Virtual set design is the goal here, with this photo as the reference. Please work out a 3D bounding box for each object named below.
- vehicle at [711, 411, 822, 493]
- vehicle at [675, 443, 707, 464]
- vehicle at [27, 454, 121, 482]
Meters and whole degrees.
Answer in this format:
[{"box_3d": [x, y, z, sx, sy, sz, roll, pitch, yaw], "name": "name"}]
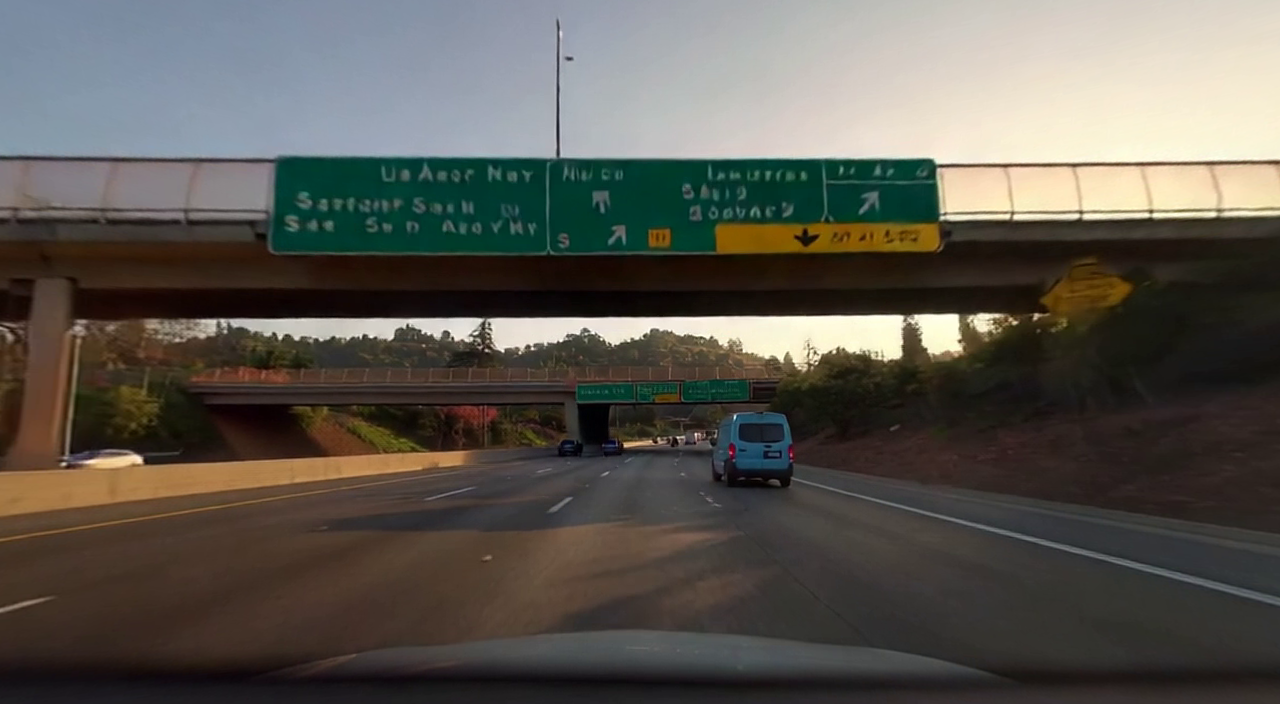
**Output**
[{"box_3d": [3.791, 3.148, 20.148, 2.347, 2.234, 5.352, 0, -9, -1], "name": "vehicle"}, {"box_3d": [3.698, 7.420, 46.437, 1.883, 1.456, 4.044, 0, -8, -1], "name": "vehicle"}, {"box_3d": [-38.583, 7.879, 43.151, 1.946, 1.686, 4.798, 0, -8, 0], "name": "vehicle"}]
